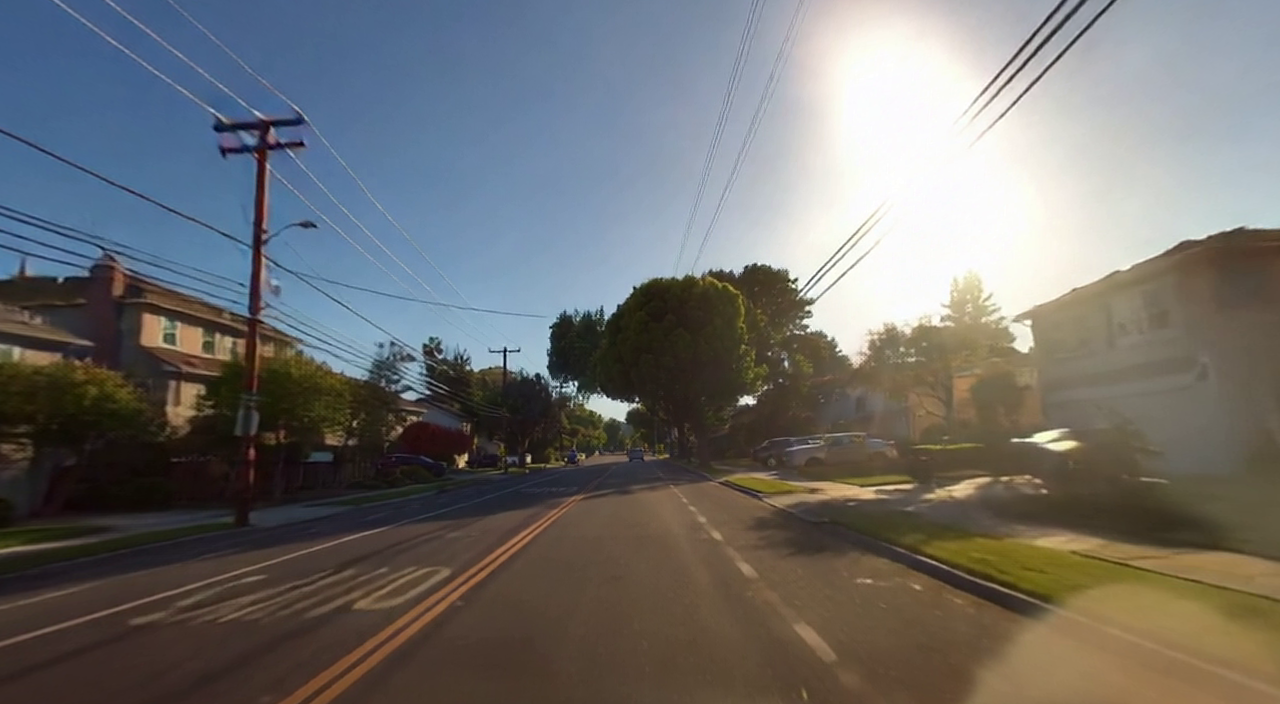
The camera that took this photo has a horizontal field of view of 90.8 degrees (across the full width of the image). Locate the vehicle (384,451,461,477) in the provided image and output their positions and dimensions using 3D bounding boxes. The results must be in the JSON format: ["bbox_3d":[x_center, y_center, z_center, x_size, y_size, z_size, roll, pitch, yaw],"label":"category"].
[{"bbox_3d":[-14.961,7.715,43.693,4.501,1.689,2.106,0,-9,1],"label":"vehicle"}]

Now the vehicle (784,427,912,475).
[{"bbox_3d":[8.863,4.276,27.296,4.747,1.942,2.158,0,-9,1],"label":"vehicle"}]
